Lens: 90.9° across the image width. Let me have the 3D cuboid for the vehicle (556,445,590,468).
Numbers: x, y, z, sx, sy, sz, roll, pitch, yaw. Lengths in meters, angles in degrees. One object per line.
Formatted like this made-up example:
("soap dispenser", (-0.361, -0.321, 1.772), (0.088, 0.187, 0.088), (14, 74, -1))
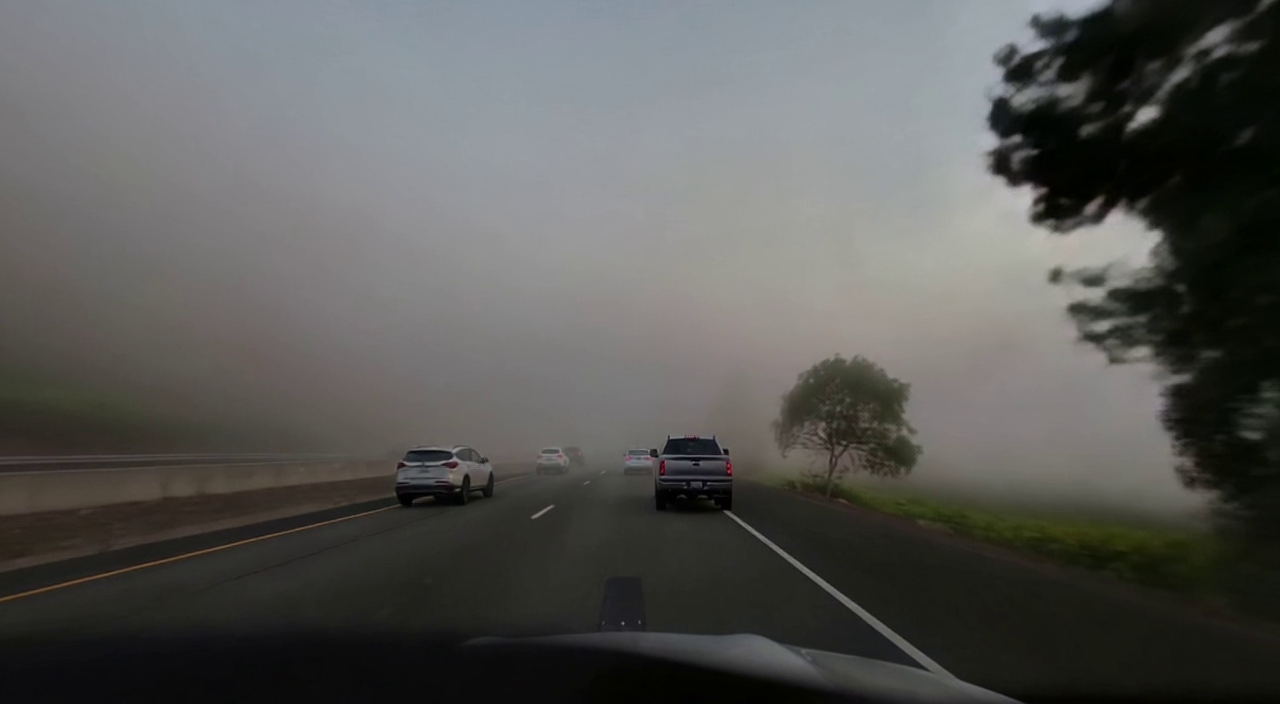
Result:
("vehicle", (-4.536, 7.180, 43.420), (1.855, 1.527, 4.209), (0, -9, 0))

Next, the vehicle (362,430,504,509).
("vehicle", (-4.786, 2.780, 15.317), (1.934, 1.642, 4.201), (0, -9, 2))

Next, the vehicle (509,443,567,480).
("vehicle", (-4.493, 4.850, 28.189), (1.867, 1.489, 3.829), (0, -9, 1))

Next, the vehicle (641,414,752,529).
("vehicle", (0.958, 2.328, 12.699), (1.825, 1.920, 3.960), (0, -9, 0))
